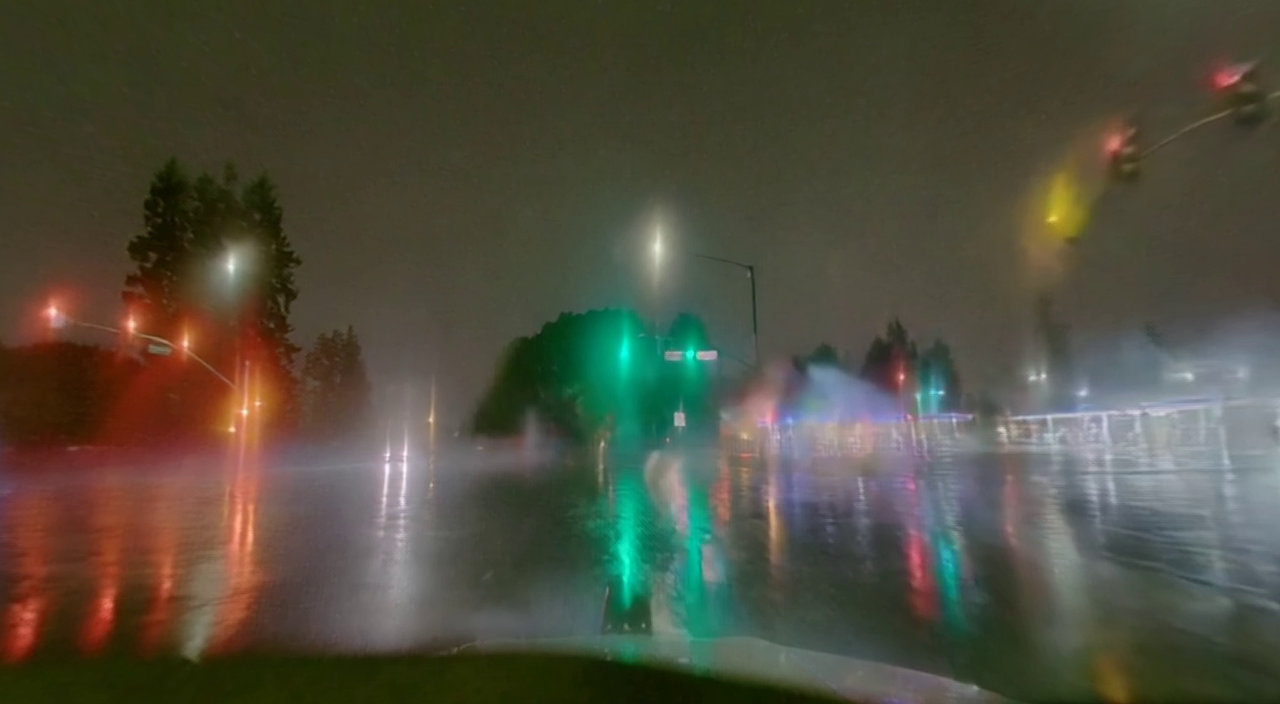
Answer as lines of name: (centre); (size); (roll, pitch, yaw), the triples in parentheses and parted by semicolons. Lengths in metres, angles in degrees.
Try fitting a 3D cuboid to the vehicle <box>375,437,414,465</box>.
vehicle: (-15.419, 6.212, 39.808); (2.048, 1.670, 4.450); (3, -8, -19)
